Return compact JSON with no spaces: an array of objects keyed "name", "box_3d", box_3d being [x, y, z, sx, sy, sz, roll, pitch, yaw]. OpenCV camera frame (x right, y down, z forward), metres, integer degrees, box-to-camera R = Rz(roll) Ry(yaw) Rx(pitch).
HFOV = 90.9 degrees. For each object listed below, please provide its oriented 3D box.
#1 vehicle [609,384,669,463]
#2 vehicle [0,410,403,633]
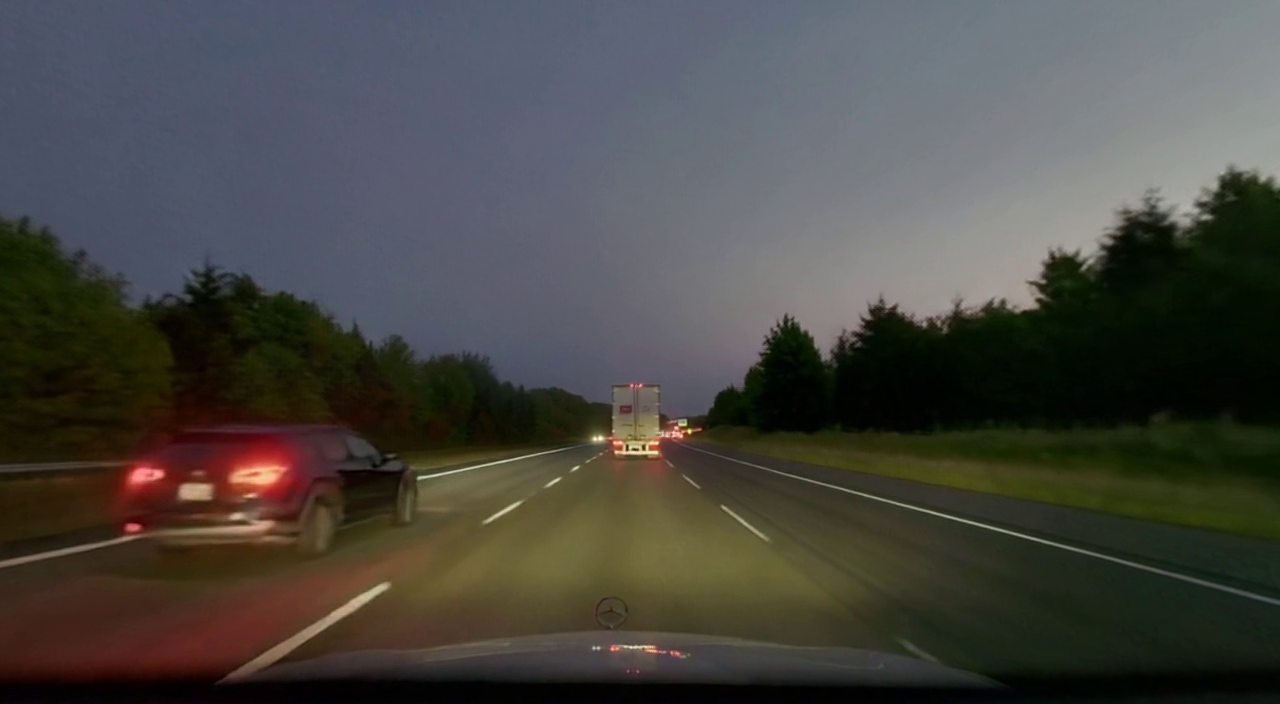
[{"name":"vehicle","box_3d":[-0.143,3.981,34.257,2.855,3.741,8.587,0,-8,-1]},{"name":"vehicle","box_3d":[-4.119,1.415,6.317,1.931,1.479,4.083,0,-8,-1]}]
